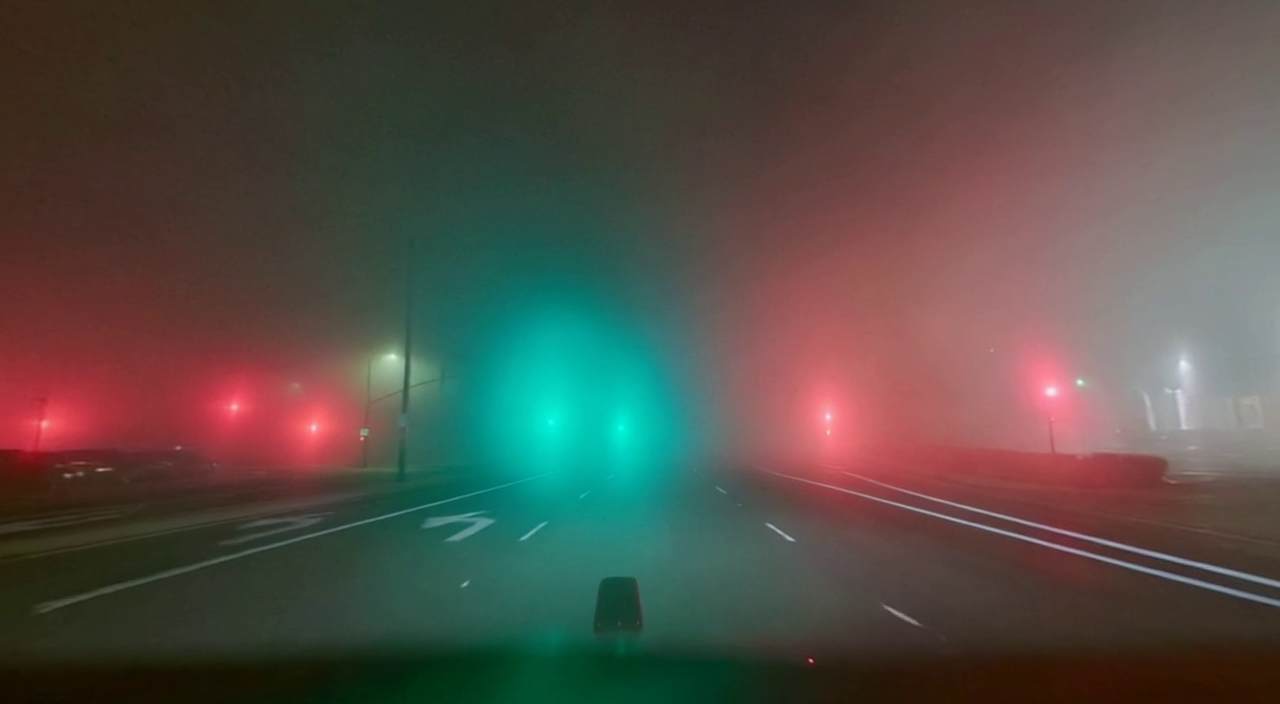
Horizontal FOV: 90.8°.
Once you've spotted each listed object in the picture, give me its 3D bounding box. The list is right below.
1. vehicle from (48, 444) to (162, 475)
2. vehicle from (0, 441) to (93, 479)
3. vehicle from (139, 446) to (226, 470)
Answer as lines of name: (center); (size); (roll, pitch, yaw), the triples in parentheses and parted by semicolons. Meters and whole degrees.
vehicle: (-29.044, 5.853, 34.380); (4.363, 1.590, 1.933); (0, -9, -1)
vehicle: (-28.678, 4.951, 29.076); (4.830, 1.664, 2.241); (0, -9, -1)
vehicle: (-31.150, 7.182, 43.161); (4.313, 1.549, 1.917); (3, -9, -20)
